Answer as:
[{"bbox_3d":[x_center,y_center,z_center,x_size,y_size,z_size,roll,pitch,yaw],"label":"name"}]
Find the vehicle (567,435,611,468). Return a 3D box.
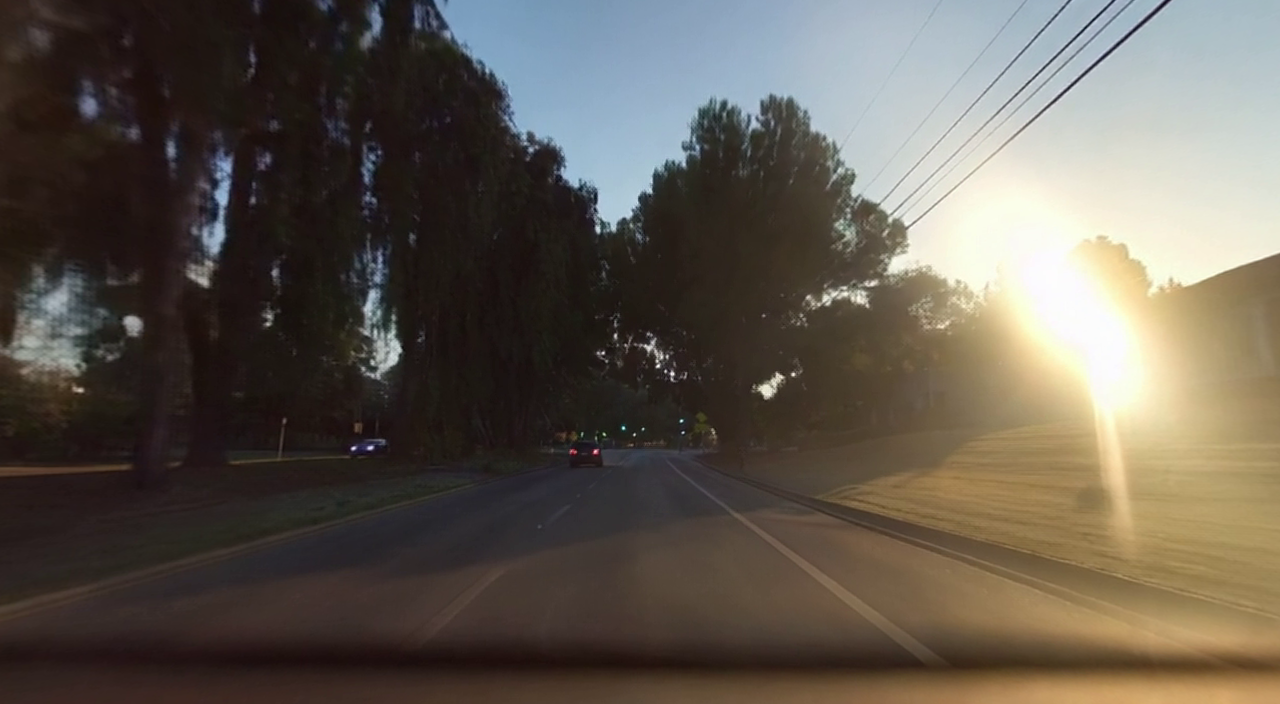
[{"bbox_3d":[-2.745,5.466,34.791,2.016,1.694,4.335,0,-8,1],"label":"vehicle"}]
